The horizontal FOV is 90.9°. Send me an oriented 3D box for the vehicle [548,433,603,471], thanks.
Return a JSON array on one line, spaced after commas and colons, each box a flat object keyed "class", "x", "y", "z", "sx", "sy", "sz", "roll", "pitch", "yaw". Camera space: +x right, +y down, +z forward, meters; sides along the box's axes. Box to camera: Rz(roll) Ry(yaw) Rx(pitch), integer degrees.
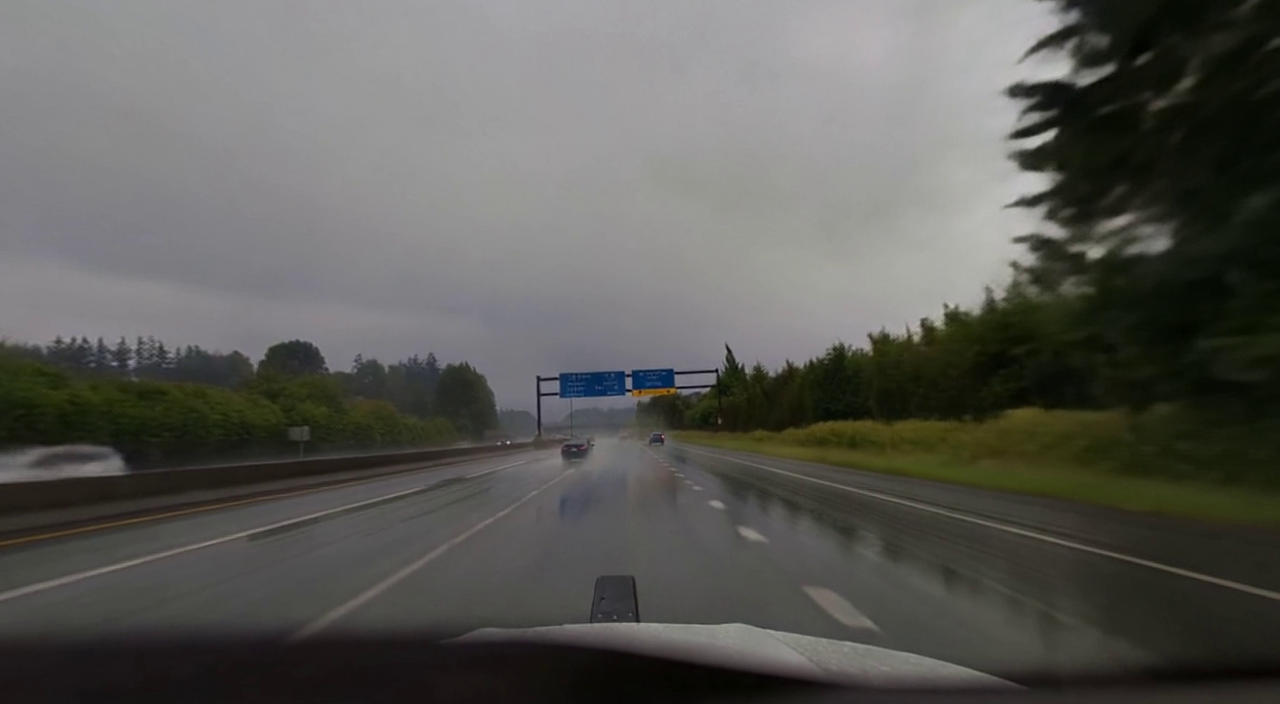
[{"class": "vehicle", "x": -2.692, "y": 4.249, "z": 27.192, "sx": 2.000, "sy": 1.491, "sz": 3.913, "roll": 0, "pitch": -7, "yaw": 0}]
